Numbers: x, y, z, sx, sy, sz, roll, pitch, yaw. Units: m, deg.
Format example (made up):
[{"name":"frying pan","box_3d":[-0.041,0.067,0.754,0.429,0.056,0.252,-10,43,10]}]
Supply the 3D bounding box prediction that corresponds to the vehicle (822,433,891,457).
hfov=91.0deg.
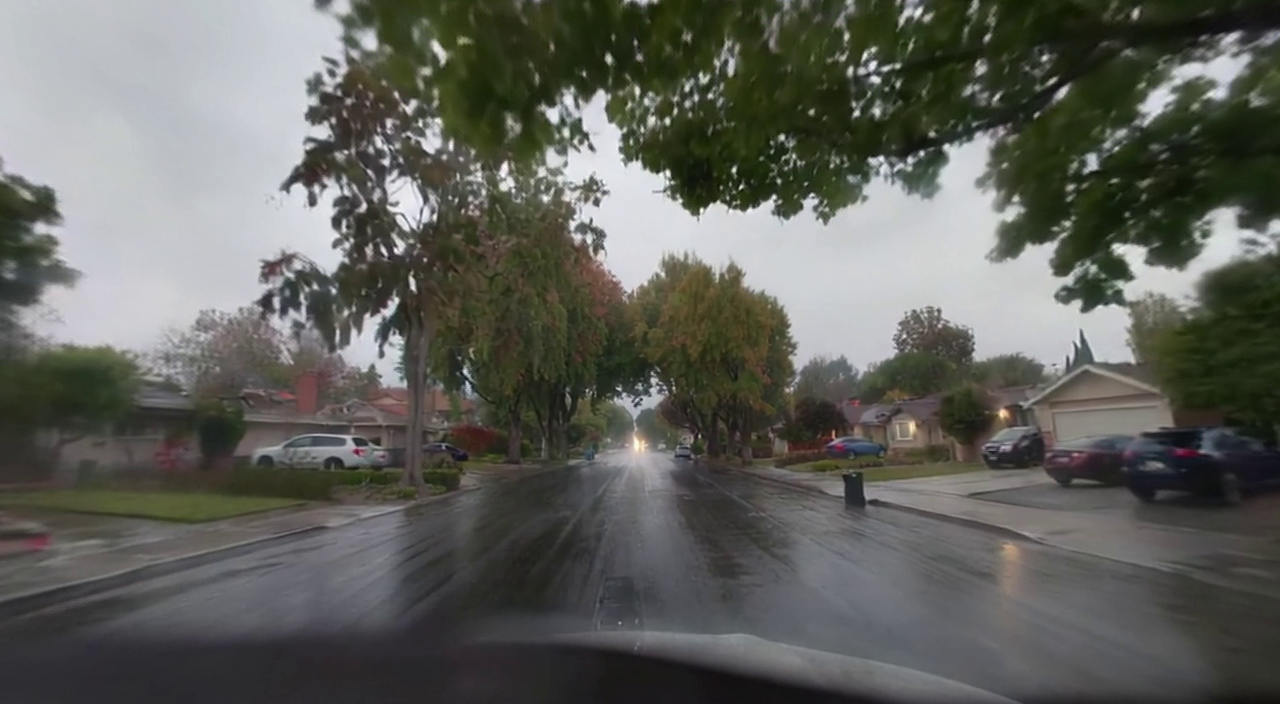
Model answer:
[{"name":"vehicle","box_3d":[16.134,6.906,46.974,4.468,1.728,2.135,2,-8,-20]}]

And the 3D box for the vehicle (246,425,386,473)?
[{"name":"vehicle","box_3d":[-15.069,4.512,29.624,2.575,2.031,5.155,-5,-9,29]}]

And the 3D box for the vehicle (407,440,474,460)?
[{"name":"vehicle","box_3d":[-14.900,7.355,47.203,4.351,1.474,2.015,0,-9,-1]}]

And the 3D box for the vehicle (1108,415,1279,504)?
[{"name":"vehicle","box_3d":[13.281,2.397,14.380,4.708,1.727,2.076,4,-9,-26]}]

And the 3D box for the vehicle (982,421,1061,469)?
[{"name":"vehicle","box_3d":[16.532,4.086,27.554,2.288,1.880,4.939,-4,-9,24]}]
